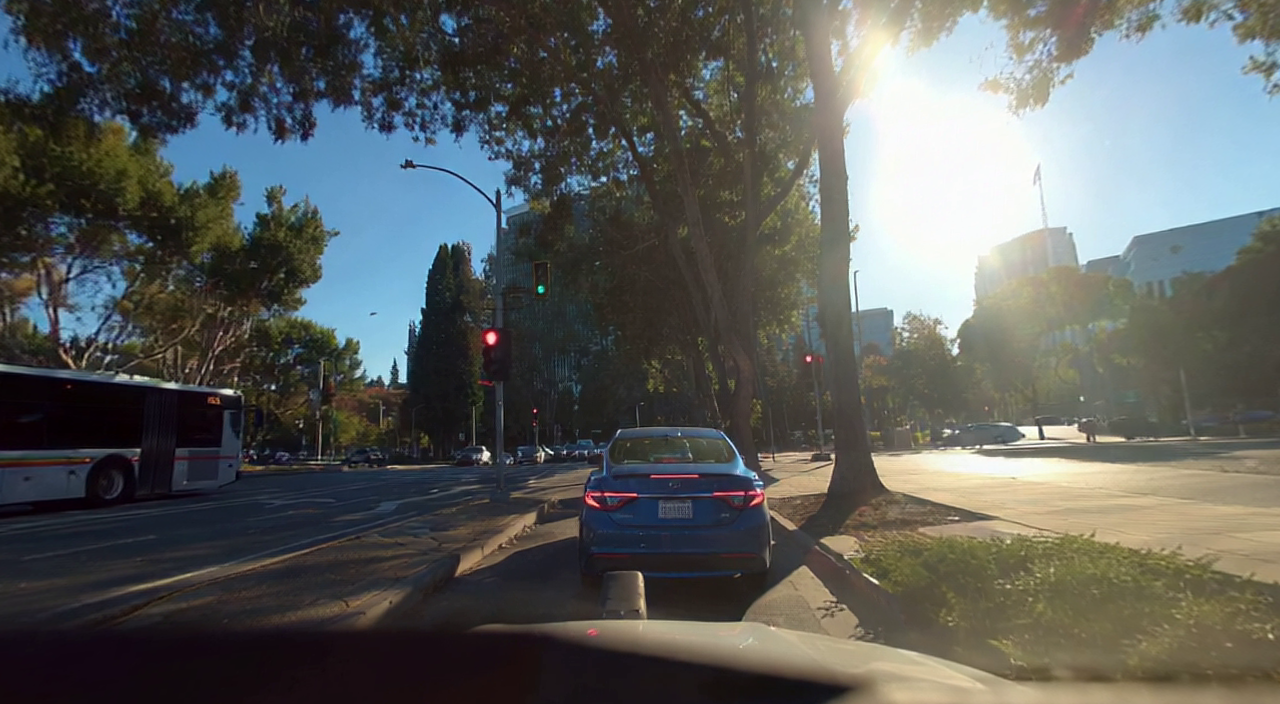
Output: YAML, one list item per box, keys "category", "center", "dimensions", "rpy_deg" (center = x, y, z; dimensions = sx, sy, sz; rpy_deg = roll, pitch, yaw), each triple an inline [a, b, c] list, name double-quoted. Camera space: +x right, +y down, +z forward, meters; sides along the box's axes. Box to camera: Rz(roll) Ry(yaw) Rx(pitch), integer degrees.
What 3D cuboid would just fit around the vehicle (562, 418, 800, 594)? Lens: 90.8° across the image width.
- category: "vehicle"
  center: [0.389, 1.611, 7.401]
  dimensions: [2.035, 1.499, 3.799]
  rpy_deg: [0, -8, 1]
